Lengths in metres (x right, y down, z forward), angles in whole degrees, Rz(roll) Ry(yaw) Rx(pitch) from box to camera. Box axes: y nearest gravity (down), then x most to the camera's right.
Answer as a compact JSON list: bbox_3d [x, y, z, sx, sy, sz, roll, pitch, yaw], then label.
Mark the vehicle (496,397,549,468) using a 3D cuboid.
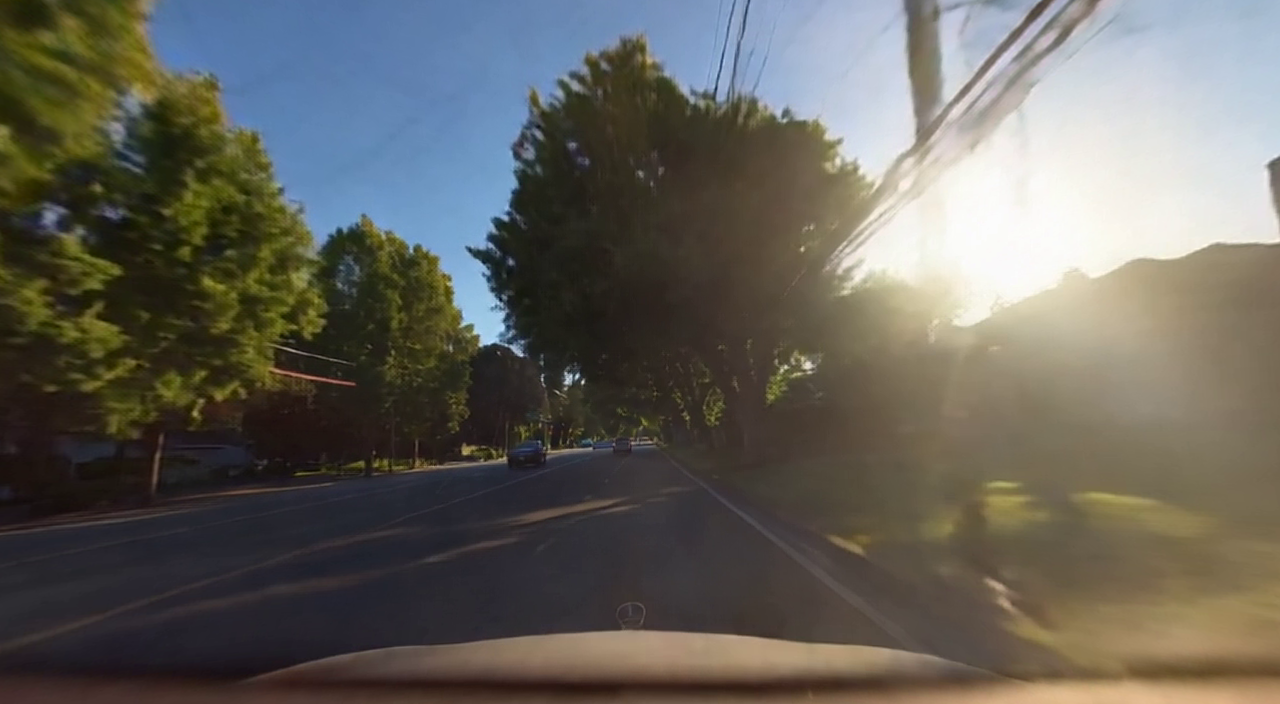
[{"bbox_3d":[-6.603,4.580,35.794,2.365,3.642,3.374,-4,-8,-4],"label":"vehicle"}]
